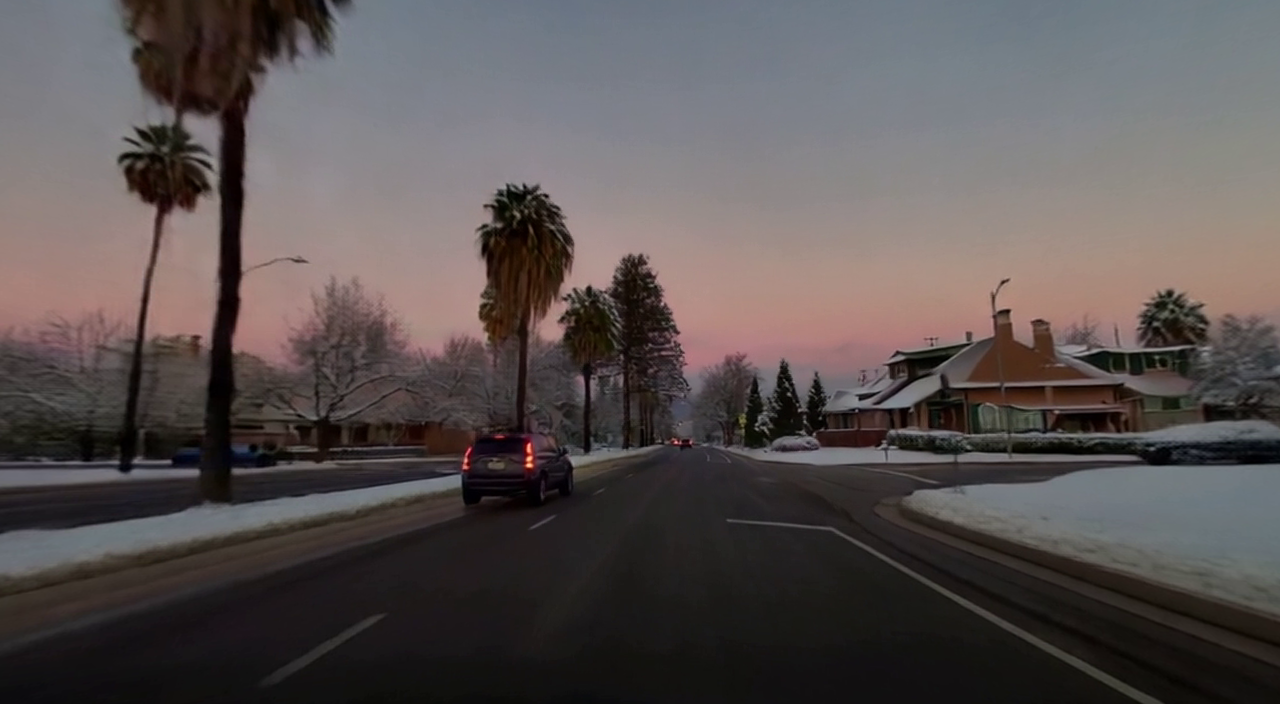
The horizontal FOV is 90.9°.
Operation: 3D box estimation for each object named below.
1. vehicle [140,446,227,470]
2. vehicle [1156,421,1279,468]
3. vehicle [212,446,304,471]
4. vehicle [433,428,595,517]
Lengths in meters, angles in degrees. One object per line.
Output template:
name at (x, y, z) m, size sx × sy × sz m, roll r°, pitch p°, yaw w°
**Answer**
vehicle at (-29.714, 6.878, 41.033) m, size 4.447 × 1.484 × 1.845 m, roll -1°, pitch -8°, yaw 8°
vehicle at (20.083, 3.053, 20.731) m, size 4.318 × 1.451 × 1.915 m, roll -3°, pitch -9°, yaw 21°
vehicle at (-24.133, 6.711, 39.894) m, size 4.776 × 1.491 × 1.991 m, roll -2°, pitch -8°, yaw 10°
vehicle at (-2.335, 2.405, 13.185) m, size 2.075 × 1.498 × 4.730 m, roll -1°, pitch -8°, yaw 5°
